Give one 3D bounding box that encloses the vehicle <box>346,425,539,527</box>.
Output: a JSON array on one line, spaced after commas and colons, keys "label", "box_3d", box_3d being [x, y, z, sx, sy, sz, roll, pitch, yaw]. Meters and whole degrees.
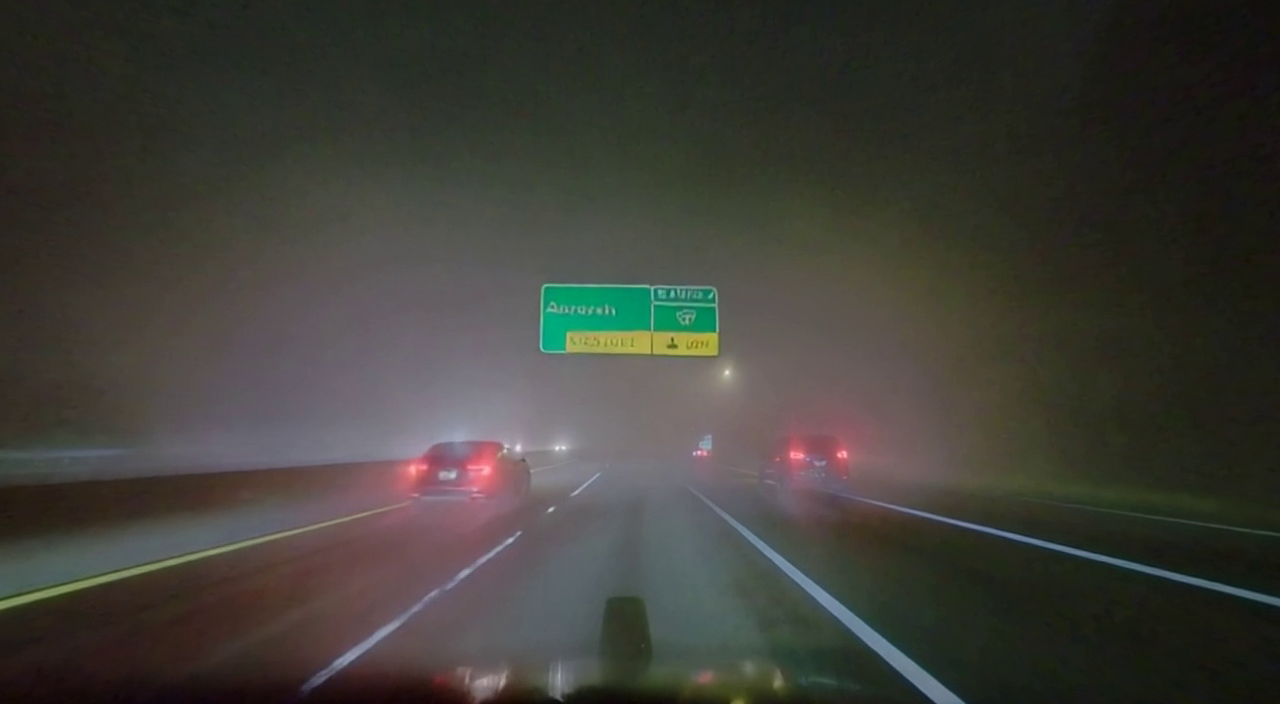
[{"label": "vehicle", "box_3d": [-3.583, 2.356, 12.659, 2.160, 1.608, 5.012, 0, -8, 1]}]
